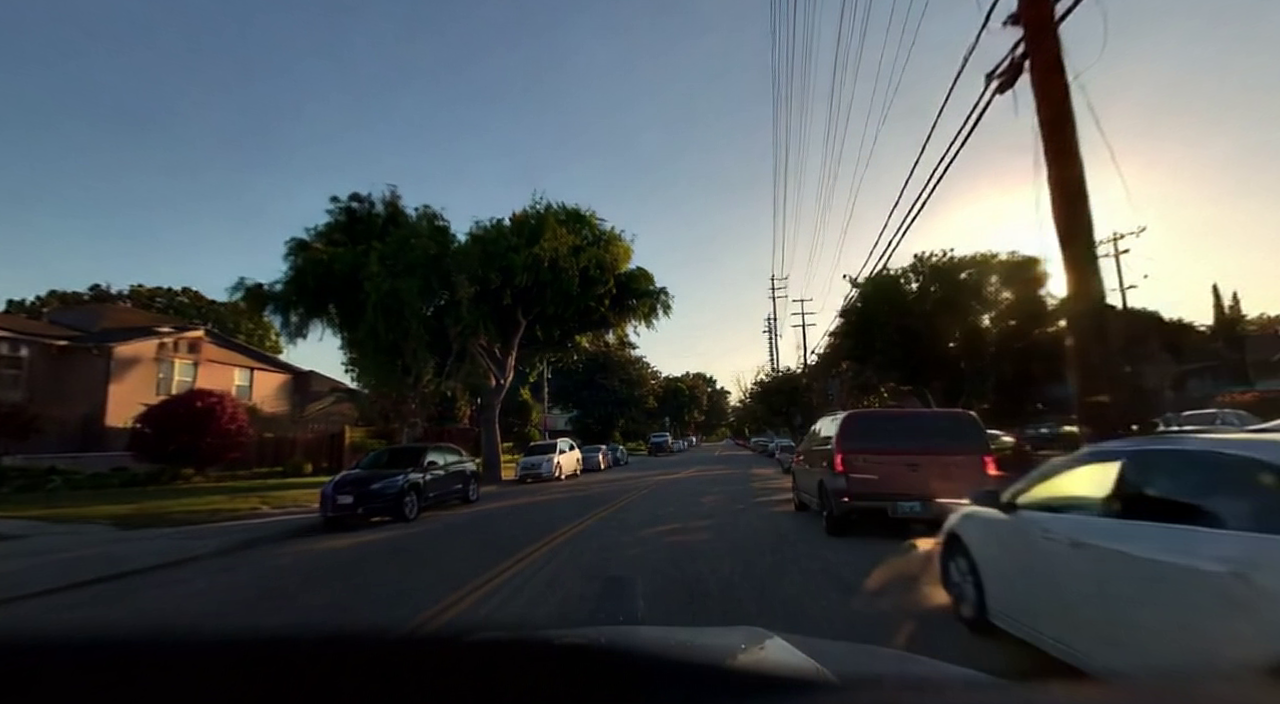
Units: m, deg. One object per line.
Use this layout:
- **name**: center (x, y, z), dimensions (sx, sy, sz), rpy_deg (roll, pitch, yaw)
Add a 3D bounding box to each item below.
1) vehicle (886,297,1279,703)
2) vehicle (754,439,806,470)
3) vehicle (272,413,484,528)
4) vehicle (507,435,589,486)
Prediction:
- **vehicle**: center (3.230, 0.964, 3.549), dimensions (2.032, 1.810, 5.047), rpy_deg (-1, -9, 5)
- **vehicle**: center (7.120, 5.270, 32.638), dimensions (2.108, 1.493, 4.878), rpy_deg (-1, -9, 7)
- **vehicle**: center (-5.675, 2.743, 14.754), dimensions (2.353, 2.037, 5.358), rpy_deg (-4, -11, 4)
- **vehicle**: center (-3.813, 4.621, 27.213), dimensions (2.192, 1.873, 4.985), rpy_deg (-4, -9, 7)
